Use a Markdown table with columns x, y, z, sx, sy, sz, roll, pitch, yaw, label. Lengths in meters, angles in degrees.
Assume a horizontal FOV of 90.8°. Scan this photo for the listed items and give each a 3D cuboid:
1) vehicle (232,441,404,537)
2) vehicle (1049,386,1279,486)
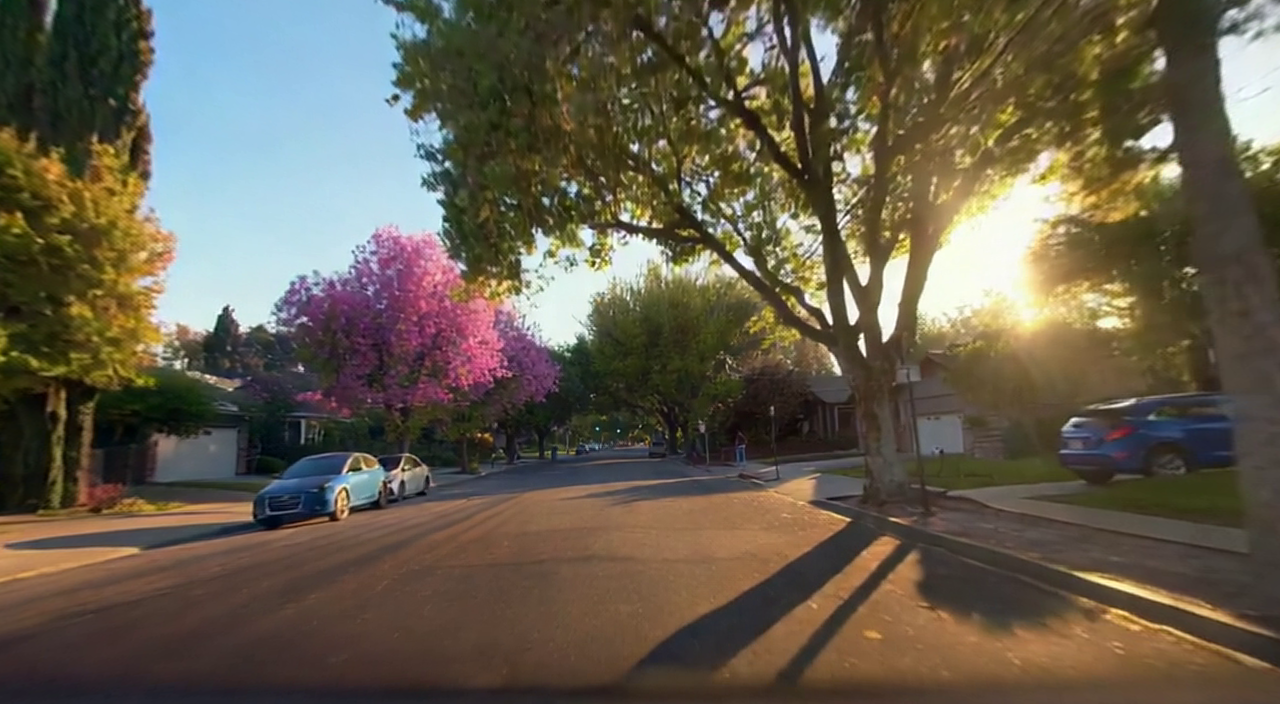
| x | y | z | sx | sy | sz | roll | pitch | yaw | label |
| --- | --- | --- | --- | --- | --- | --- | --- | --- | --- |
| -6.429 | 2.691 | 13.216 | 1.874 | 1.497 | 4.233 | -2 | -7 | -7 | vehicle |
| 11.485 | 1.672 | 12.599 | 5.198 | 1.813 | 2.028 | 0 | -8 | -1 | vehicle |
